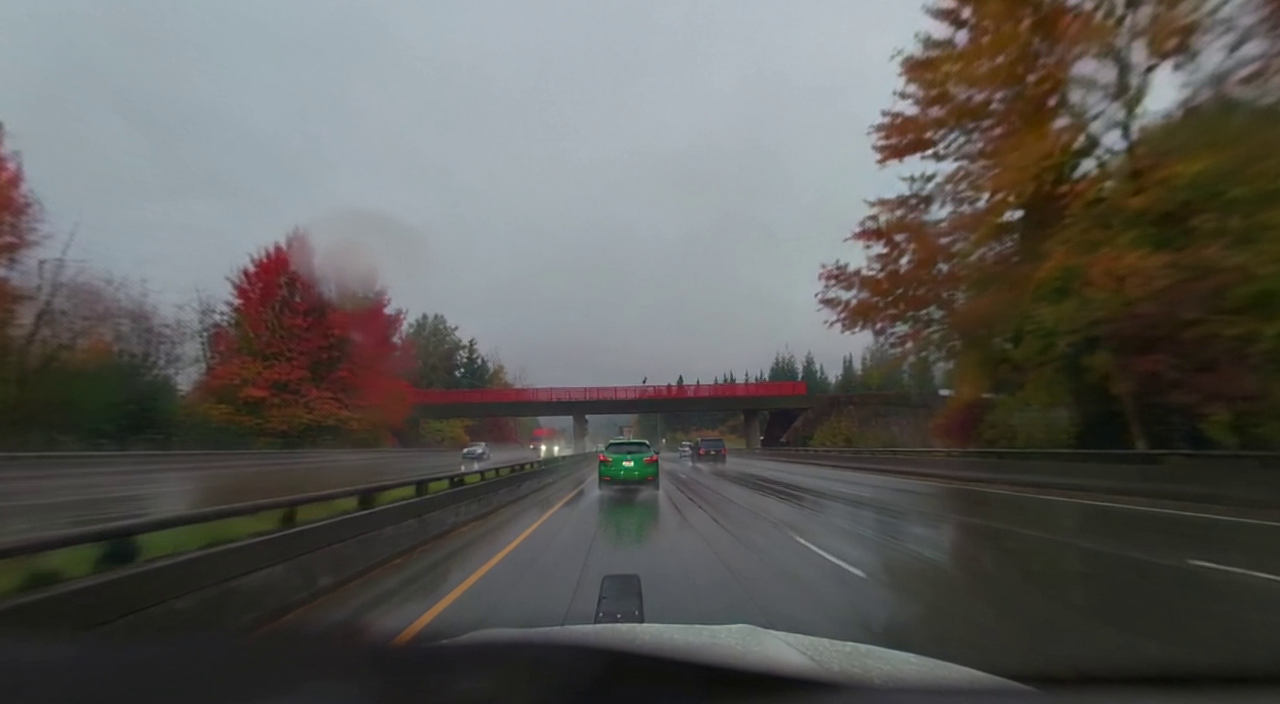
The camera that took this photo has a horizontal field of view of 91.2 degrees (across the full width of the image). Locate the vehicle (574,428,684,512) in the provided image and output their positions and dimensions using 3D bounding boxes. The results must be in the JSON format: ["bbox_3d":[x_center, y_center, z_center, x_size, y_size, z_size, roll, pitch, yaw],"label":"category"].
[{"bbox_3d":[-0.254,2.751,15.062,2.259,1.699,4.015,0,-9,-1],"label":"vehicle"}]

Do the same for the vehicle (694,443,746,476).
[{"bbox_3d":[3.895,5.285,31.107,1.894,1.487,3.751,0,-9,-2],"label":"vehicle"}]

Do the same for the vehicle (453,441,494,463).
[{"bbox_3d":[-12.571,7.570,47.549,1.938,1.516,4.282,0,-9,0],"label":"vehicle"}]
